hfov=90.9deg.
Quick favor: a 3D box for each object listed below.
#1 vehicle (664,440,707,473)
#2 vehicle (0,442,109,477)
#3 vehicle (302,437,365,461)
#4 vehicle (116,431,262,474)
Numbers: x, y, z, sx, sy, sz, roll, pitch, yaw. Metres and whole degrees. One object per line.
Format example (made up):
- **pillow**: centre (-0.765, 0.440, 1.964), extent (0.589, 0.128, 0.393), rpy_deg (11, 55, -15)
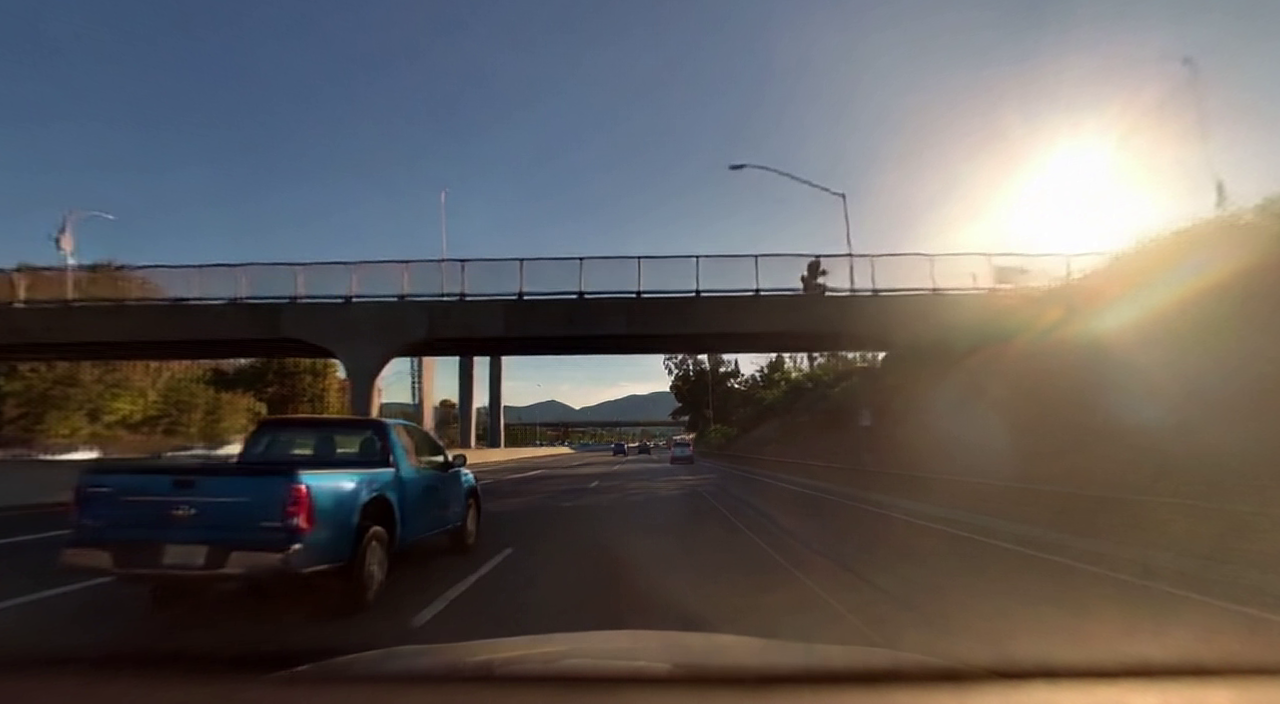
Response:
- **vehicle**: centre (2.344, 5.588, 33.993), extent (2.010, 1.637, 4.940), rpy_deg (0, -8, 1)
- **vehicle**: centre (-27.148, 4.843, 28.729), extent (1.837, 1.452, 4.655), rpy_deg (0, -8, 1)
- **vehicle**: centre (-23.247, 7.380, 48.099), extent (2.123, 1.721, 5.137), rpy_deg (0, -8, 1)
- **vehicle**: centre (-19.869, 4.468, 28.253), extent (2.203, 1.733, 5.705), rpy_deg (0, -8, 1)
